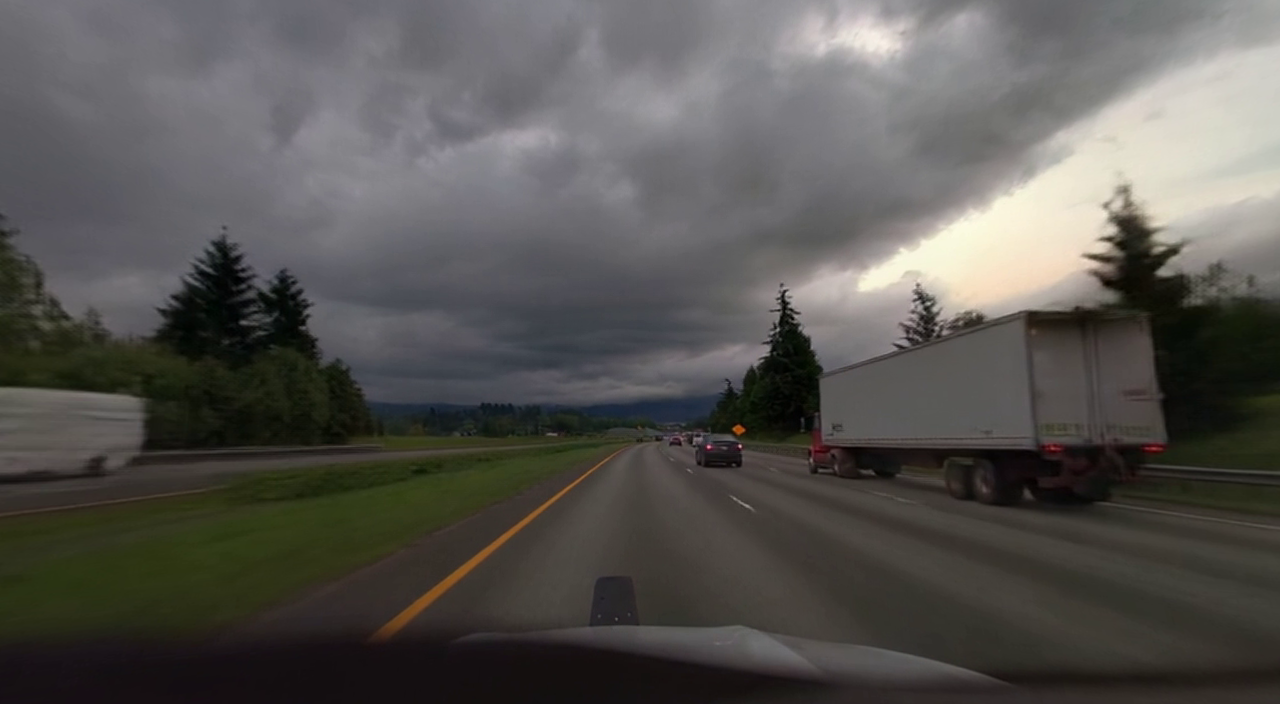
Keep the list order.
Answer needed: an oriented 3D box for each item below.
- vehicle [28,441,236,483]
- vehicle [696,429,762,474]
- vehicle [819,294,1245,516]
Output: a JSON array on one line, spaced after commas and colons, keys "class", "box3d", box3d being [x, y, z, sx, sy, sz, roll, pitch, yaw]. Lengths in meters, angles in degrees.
[{"class": "vehicle", "box3d": [-17.201, 3.732, 21.932, 2.491, 1.219, 5.785, 0, -8, 0]}, {"class": "vehicle", "box3d": [3.604, 4.103, 26.340, 2.011, 1.672, 4.415, 0, -8, -2]}, {"class": "vehicle", "box3d": [9.170, 1.852, 18.626, 3.440, 4.093, 13.944, 0, -8, -1]}]
